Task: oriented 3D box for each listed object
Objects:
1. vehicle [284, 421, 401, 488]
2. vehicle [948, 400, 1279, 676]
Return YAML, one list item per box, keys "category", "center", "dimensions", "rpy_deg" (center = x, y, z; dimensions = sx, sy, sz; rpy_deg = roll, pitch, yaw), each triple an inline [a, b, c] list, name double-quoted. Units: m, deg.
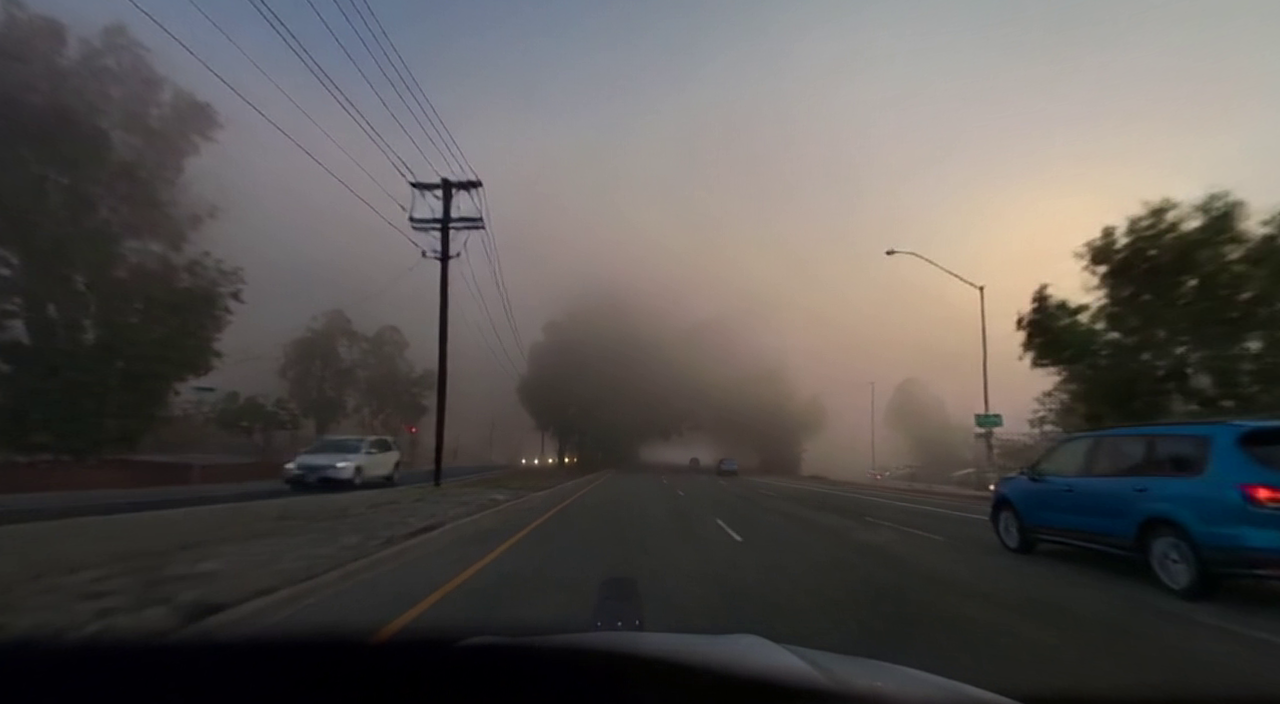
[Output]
- category: "vehicle"
  center: [-10.315, 3.712, 22.379]
  dimensions: [2.206, 2.034, 4.486]
  rpy_deg: [-2, -11, -4]
- category: "vehicle"
  center: [5.544, 1.480, 6.188]
  dimensions: [2.331, 1.872, 5.378]
  rpy_deg: [-4, -8, 1]
